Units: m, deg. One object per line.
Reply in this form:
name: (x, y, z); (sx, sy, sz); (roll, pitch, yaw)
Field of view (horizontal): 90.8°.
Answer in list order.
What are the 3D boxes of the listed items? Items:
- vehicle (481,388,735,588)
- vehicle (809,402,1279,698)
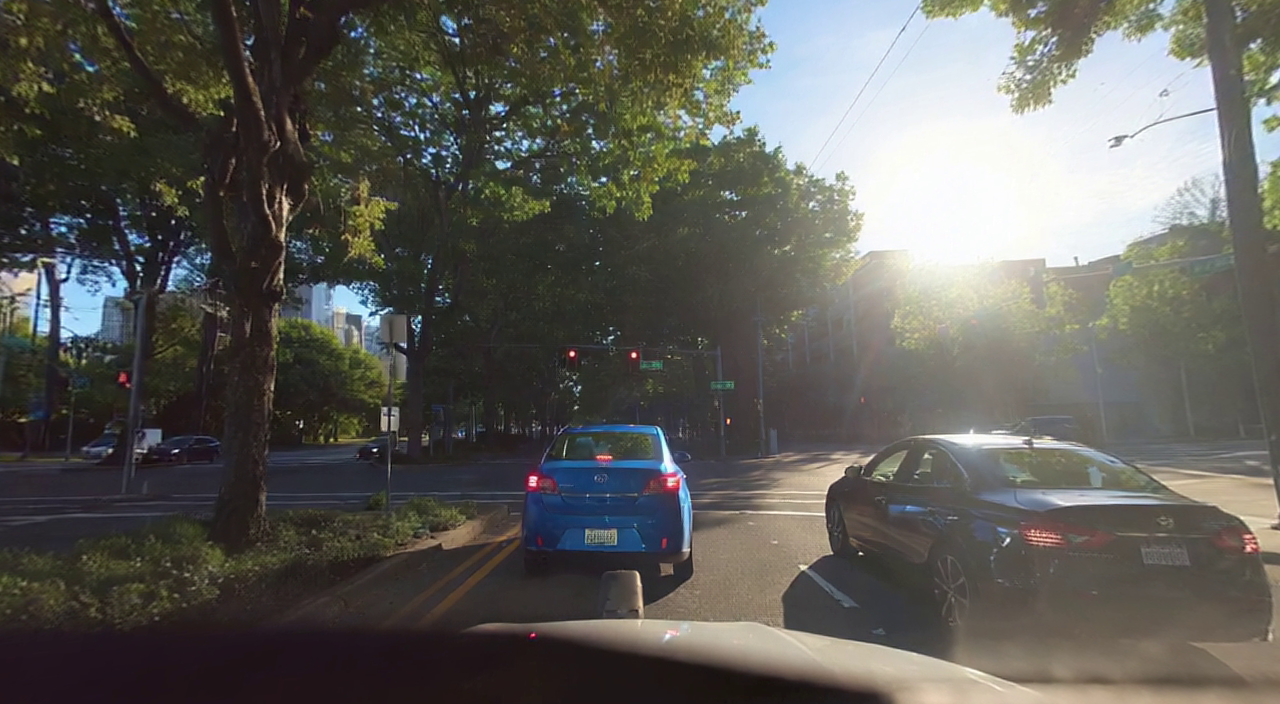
vehicle: (-0.343, 1.523, 7.801); (2.247, 1.760, 4.231); (0, -9, -2)
vehicle: (3.173, 1.401, 5.754); (1.932, 1.562, 4.629); (0, -9, -1)
